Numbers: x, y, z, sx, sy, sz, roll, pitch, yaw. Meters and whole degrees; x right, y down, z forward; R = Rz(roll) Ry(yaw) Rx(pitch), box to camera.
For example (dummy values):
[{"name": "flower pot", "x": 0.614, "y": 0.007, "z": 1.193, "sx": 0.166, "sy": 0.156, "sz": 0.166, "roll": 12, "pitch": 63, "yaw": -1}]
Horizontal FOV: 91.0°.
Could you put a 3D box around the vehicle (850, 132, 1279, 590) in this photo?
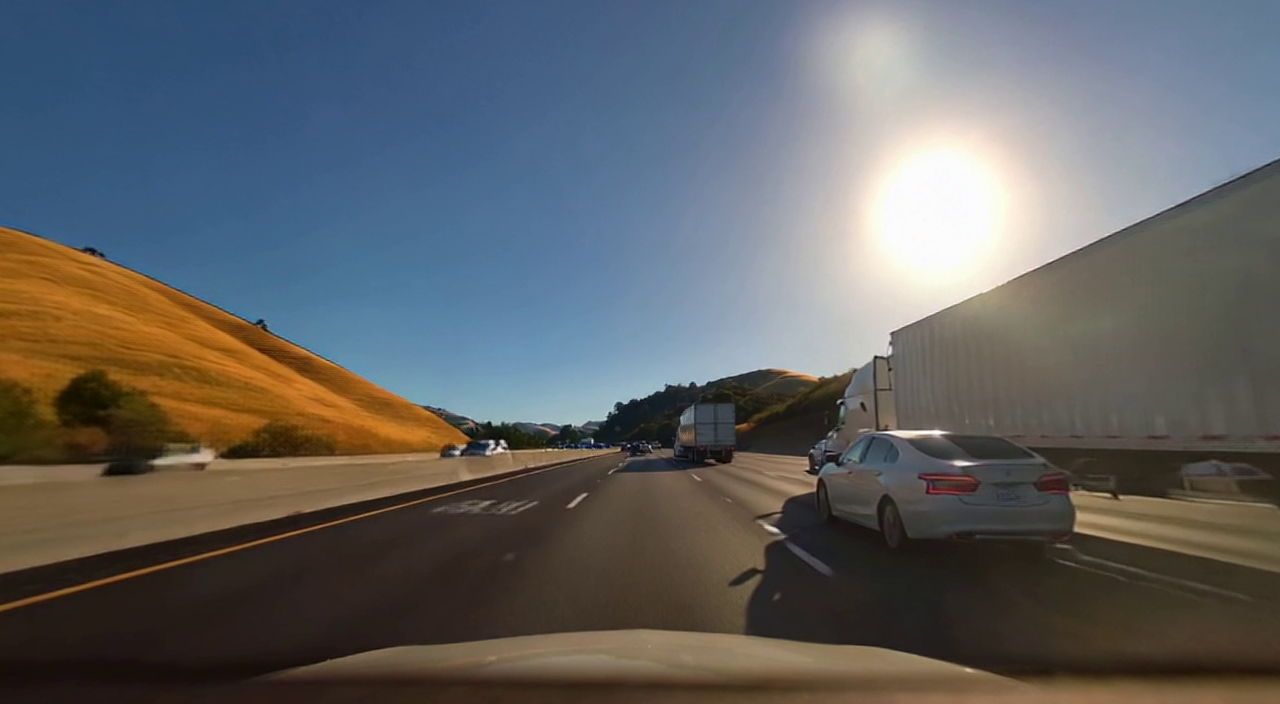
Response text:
[{"name": "vehicle", "x": 7.433, "y": 0.679, "z": 9.782, "sx": 2.947, "sy": 4.199, "sz": 16.175, "roll": 0, "pitch": -8, "yaw": 1}]

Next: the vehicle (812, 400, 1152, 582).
[{"name": "vehicle", "x": 3.882, "y": 1.657, "z": 8.245, "sx": 2.055, "sy": 1.737, "sz": 4.224, "roll": 0, "pitch": -9, "yaw": 0}]

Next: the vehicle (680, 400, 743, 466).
[{"name": "vehicle", "x": 4.694, "y": 5.729, "z": 43.755, "sx": 3.049, "sy": 3.968, "sz": 10.706, "roll": 0, "pitch": -9, "yaw": 0}]
